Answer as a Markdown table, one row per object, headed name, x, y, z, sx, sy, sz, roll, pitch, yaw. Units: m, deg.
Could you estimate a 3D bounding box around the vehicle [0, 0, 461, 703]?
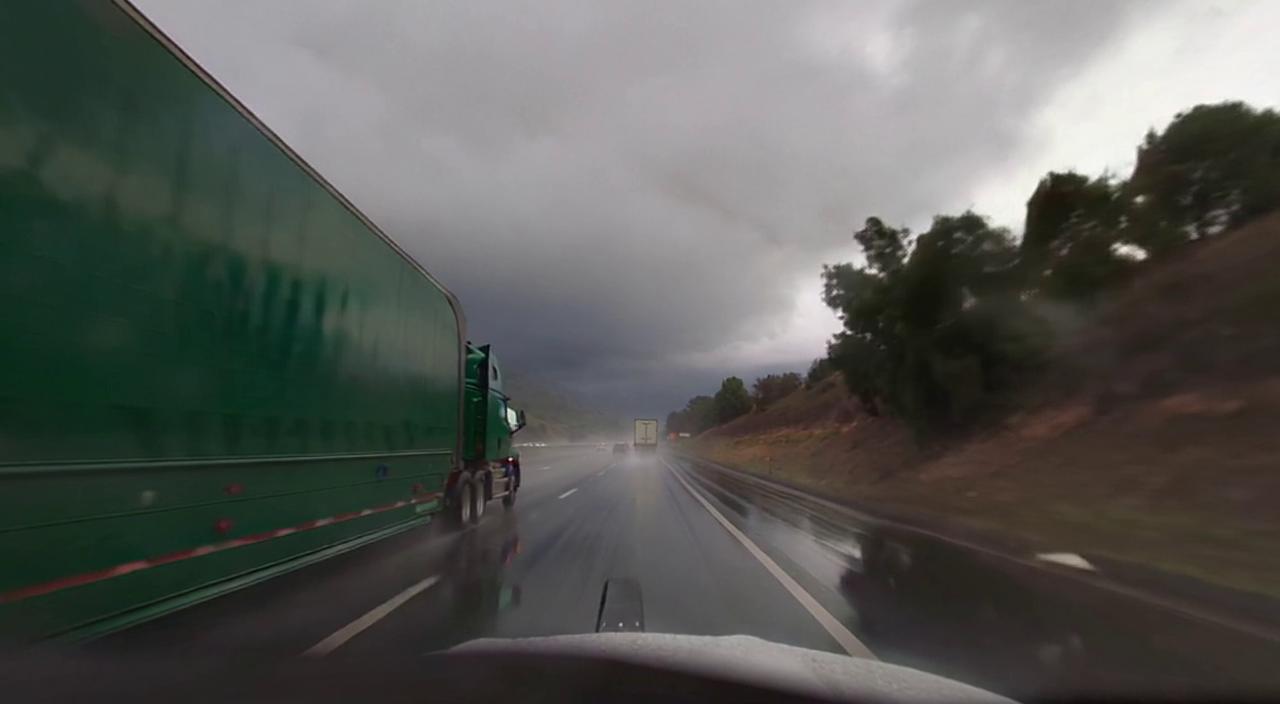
| name | x | y | z | sx | sy | sz | roll | pitch | yaw |
| --- | --- | --- | --- | --- | --- | --- | --- | --- | --- |
| vehicle | -3.722 | 0.124 | 2.776 | 2.789 | 3.271 | 10.894 | 1 | -9 | -1 |
